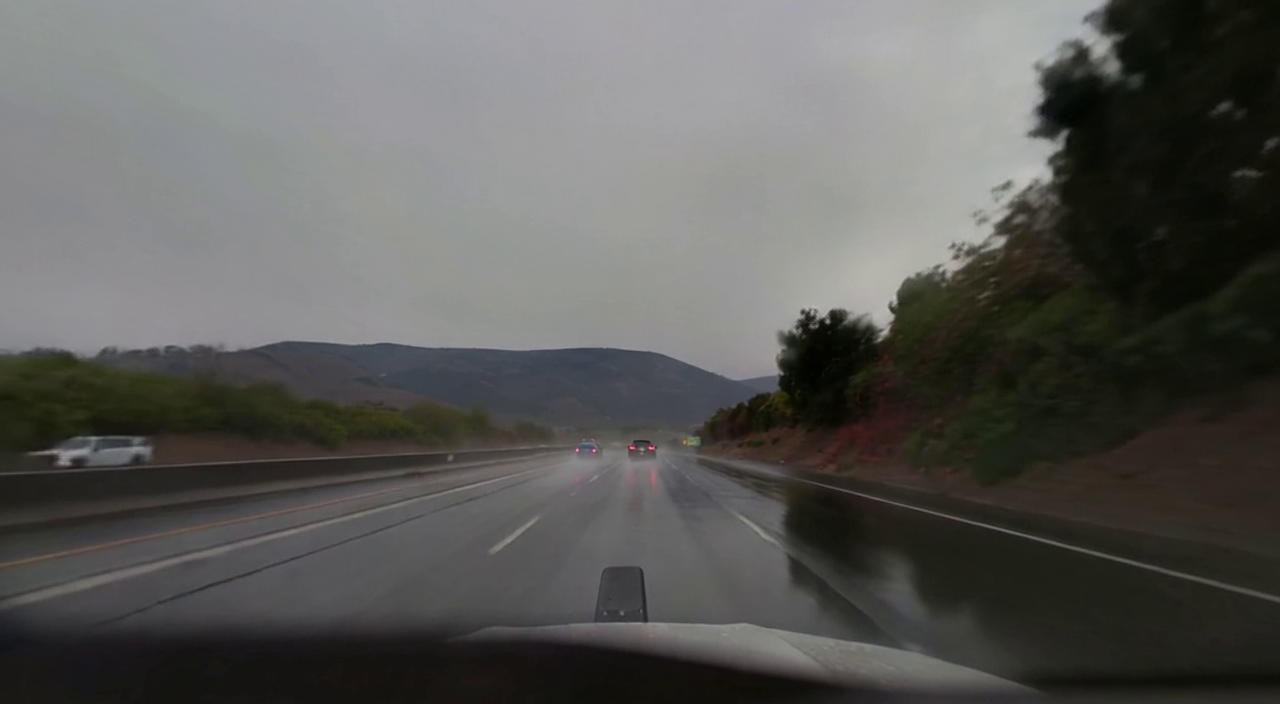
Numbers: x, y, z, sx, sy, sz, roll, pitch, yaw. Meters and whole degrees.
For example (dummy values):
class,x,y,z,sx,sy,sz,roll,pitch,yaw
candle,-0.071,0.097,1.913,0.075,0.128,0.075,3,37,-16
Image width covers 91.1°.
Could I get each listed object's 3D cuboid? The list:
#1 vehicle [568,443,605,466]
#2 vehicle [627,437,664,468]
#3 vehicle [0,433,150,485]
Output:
class,x,y,z,sx,sy,sz,roll,pitch,yaw
vehicle,-3.593,7.022,43.058,2.082,1.485,4.237,0,-9,1
vehicle,0.344,6.402,40.323,2.272,1.836,4.866,0,-9,0
vehicle,-21.268,3.994,23.749,1.839,1.745,4.411,0,-9,0
